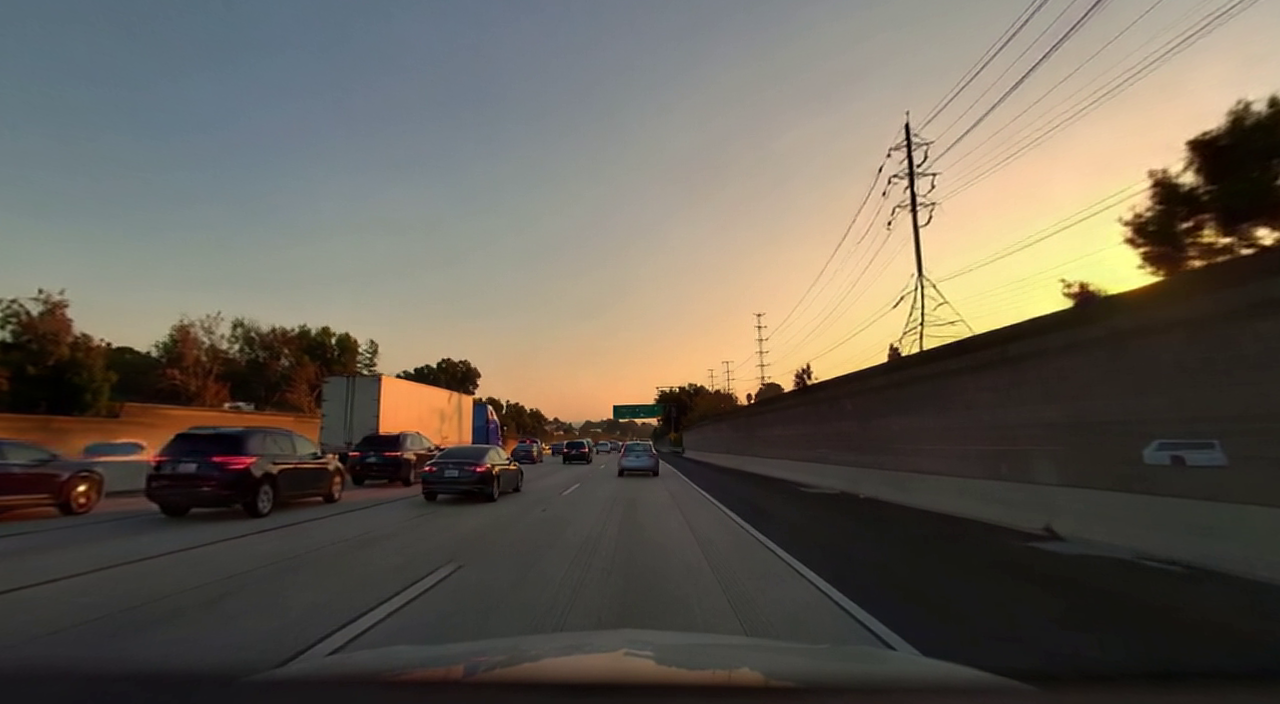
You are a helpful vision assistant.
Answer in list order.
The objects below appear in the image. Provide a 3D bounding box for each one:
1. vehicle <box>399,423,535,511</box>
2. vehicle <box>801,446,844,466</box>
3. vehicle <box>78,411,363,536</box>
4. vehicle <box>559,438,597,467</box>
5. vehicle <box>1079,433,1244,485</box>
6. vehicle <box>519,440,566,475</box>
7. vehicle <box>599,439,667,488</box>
[{"bbox_3d":[-3.756,2.582,14.616,1.923,1.716,4.289,0,-9,0],"label":"vehicle"},{"bbox_3d":[14.360,8.184,49.991,1.949,1.472,4.795,0,-9,-1],"label":"vehicle"},{"bbox_3d":[-6.948,2.063,11.242,2.027,1.762,4.386,0,-9,0],"label":"vehicle"},{"bbox_3d":[-3.910,6.411,40.382,1.976,1.705,4.176,0,-9,1],"label":"vehicle"},{"bbox_3d":[17.697,3.651,21.787,1.936,1.591,4.362,0,-9,0],"label":"vehicle"},{"bbox_3d":[-4.438,4.870,29.325,1.870,1.485,4.304,1,-9,-5],"label":"vehicle"},{"bbox_3d":[-0.235,3.674,21.127,2.089,1.477,3.818,0,-9,-1],"label":"vehicle"}]
